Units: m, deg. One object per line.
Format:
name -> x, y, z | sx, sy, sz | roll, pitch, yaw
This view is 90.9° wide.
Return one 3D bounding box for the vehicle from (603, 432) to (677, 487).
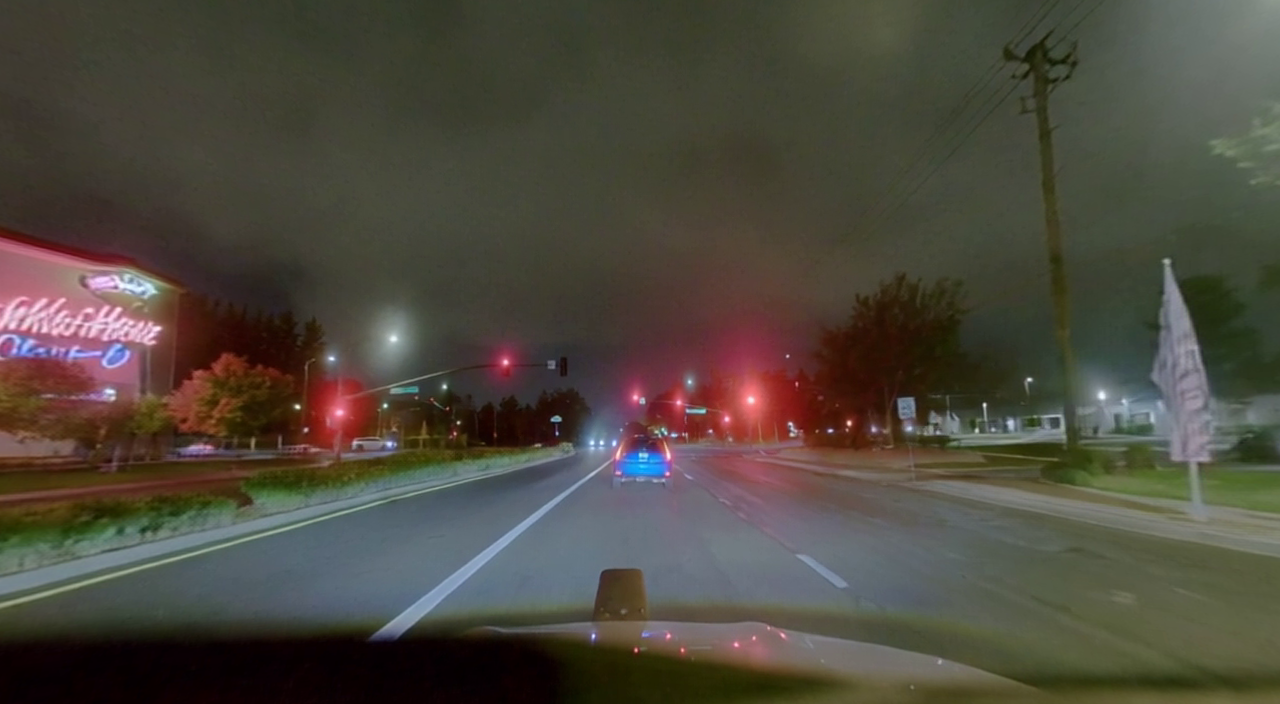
vehicle -> -0.049, 3.288, 19.651 | 2.028, 1.478, 4.545 | 0, -8, -1
